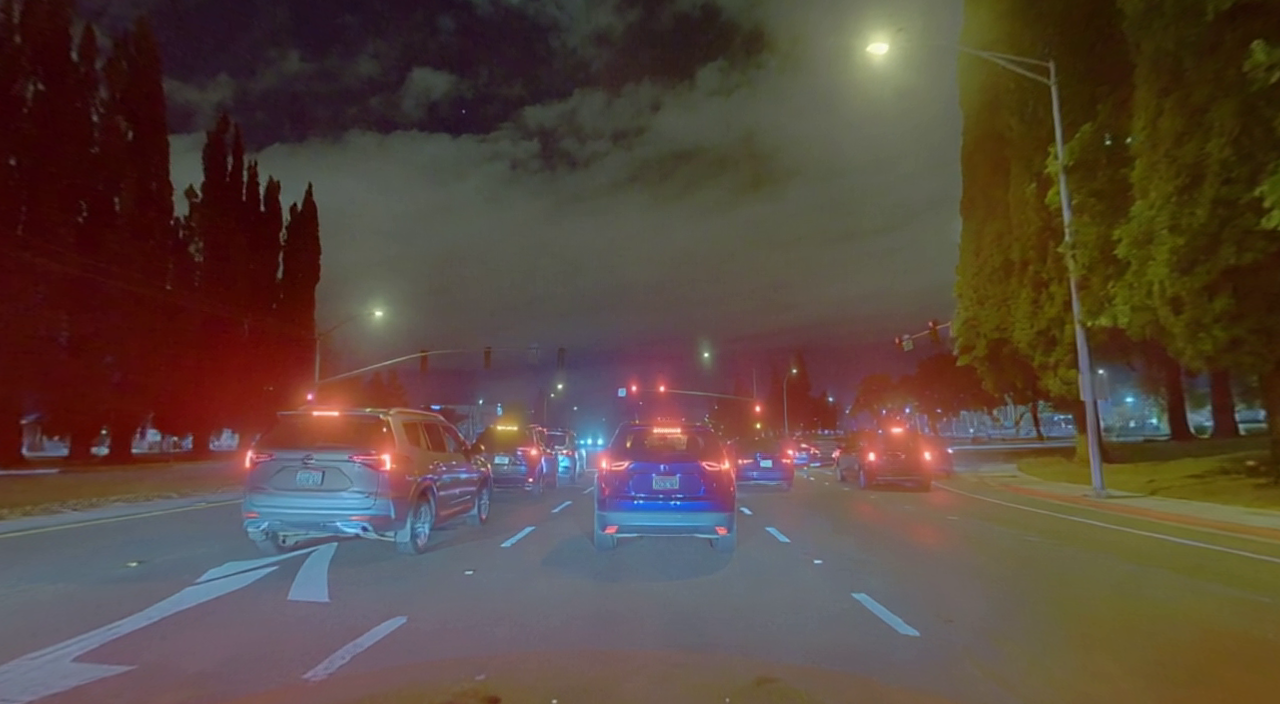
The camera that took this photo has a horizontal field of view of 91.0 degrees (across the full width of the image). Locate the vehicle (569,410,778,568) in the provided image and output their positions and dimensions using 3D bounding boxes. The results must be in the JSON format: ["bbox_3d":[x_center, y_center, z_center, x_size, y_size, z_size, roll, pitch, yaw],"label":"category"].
[{"bbox_3d":[0.373,1.749,8.768,2.189,1.649,4.171,0,-8,1],"label":"vehicle"}]

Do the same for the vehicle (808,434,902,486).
[{"bbox_3d":[7.295,3.699,21.822,2.067,1.599,4.251,-1,-8,5],"label":"vehicle"}]

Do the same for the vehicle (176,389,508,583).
[{"bbox_3d":[-3.258,1.578,8.158,2.085,1.812,4.388,0,-8,1],"label":"vehicle"}]

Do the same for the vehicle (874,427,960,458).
[{"bbox_3d":[18.001,5.909,40.971,4.855,1.933,2.096,-4,-9,25],"label":"vehicle"}]
